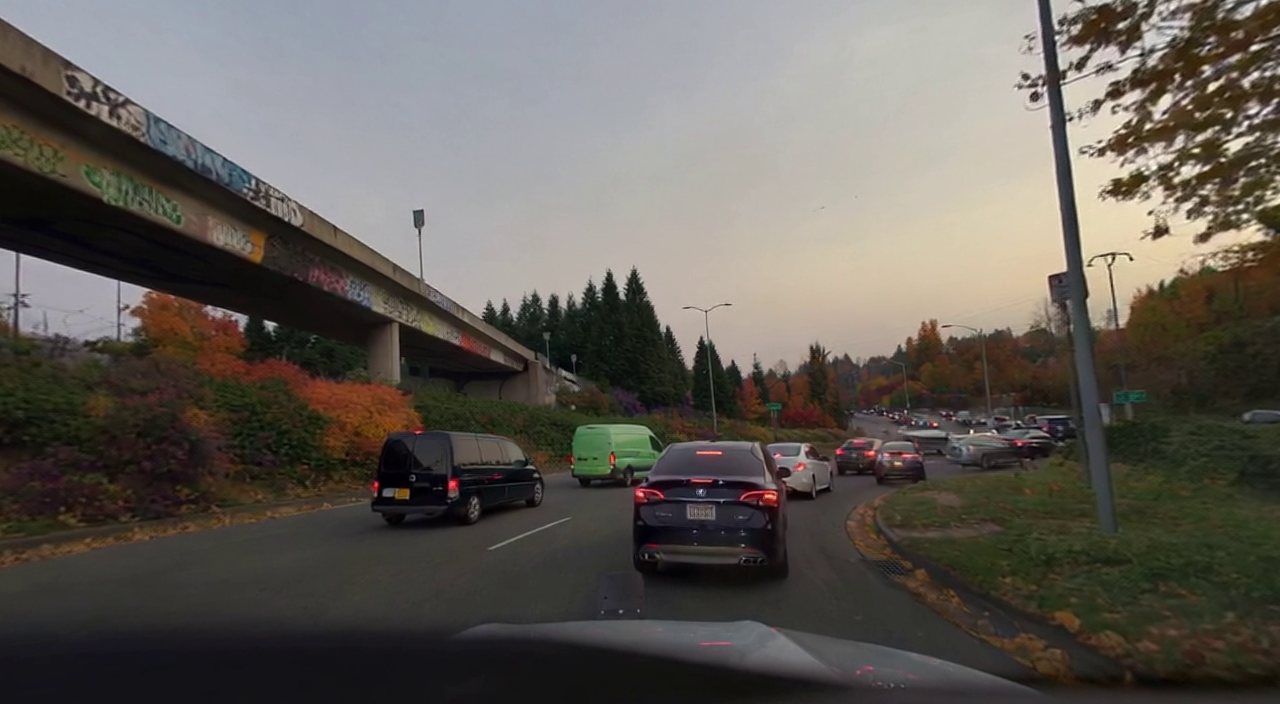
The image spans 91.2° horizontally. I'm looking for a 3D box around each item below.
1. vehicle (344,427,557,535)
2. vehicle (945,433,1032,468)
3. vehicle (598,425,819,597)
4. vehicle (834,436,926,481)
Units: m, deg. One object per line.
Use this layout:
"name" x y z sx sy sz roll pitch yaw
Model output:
"vehicle" -3.123 2.224 11.372 1.921 1.554 4.081 -2 -9 12
"vehicle" 15.857 4.449 28.448 3.934 1.485 1.763 6 -11 -34
"vehicle" 1.088 1.749 7.730 2.064 1.515 3.722 -3 -9 16
"vehicle" 8.763 3.825 22.707 1.780 1.446 3.902 -8 -12 41
